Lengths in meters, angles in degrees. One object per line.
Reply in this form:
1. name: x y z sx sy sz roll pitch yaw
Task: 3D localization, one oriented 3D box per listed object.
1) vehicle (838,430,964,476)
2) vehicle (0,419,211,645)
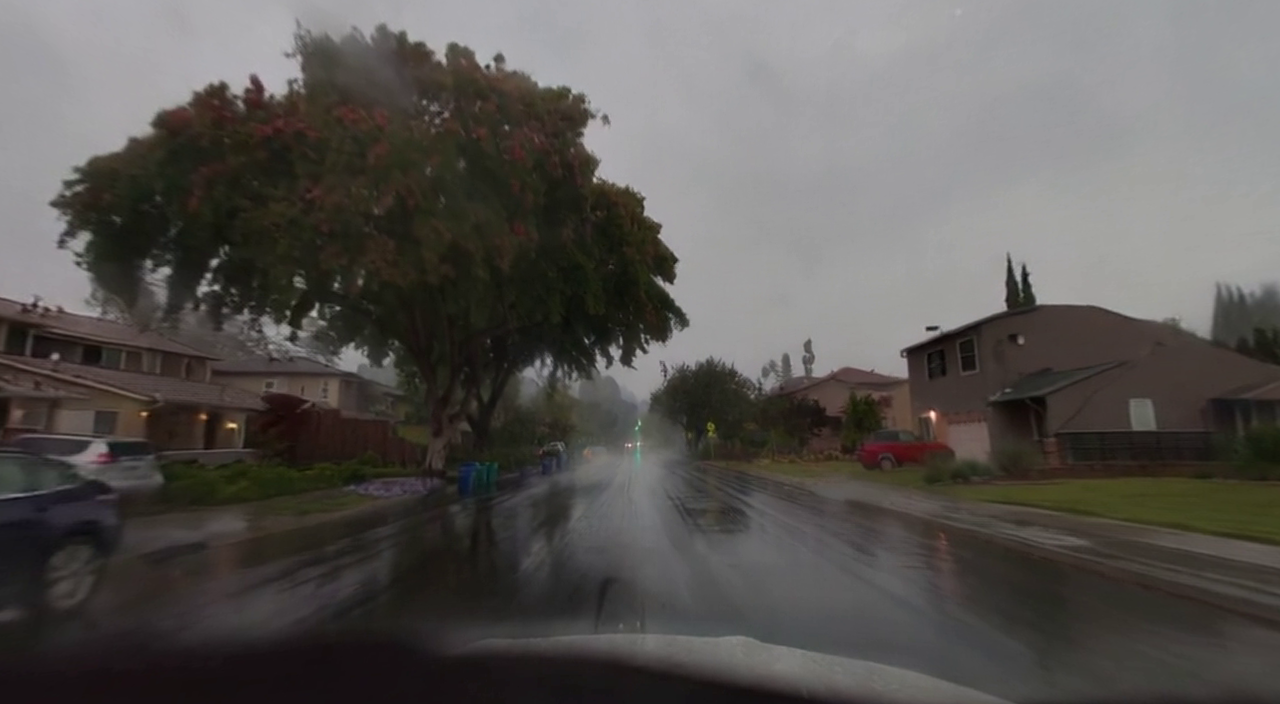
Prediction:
1. vehicle: 11.291 4.363 27.483 4.626 1.880 1.980 1 -9 -9
2. vehicle: -5.608 1.321 4.632 1.944 1.621 4.187 -1 -9 0
